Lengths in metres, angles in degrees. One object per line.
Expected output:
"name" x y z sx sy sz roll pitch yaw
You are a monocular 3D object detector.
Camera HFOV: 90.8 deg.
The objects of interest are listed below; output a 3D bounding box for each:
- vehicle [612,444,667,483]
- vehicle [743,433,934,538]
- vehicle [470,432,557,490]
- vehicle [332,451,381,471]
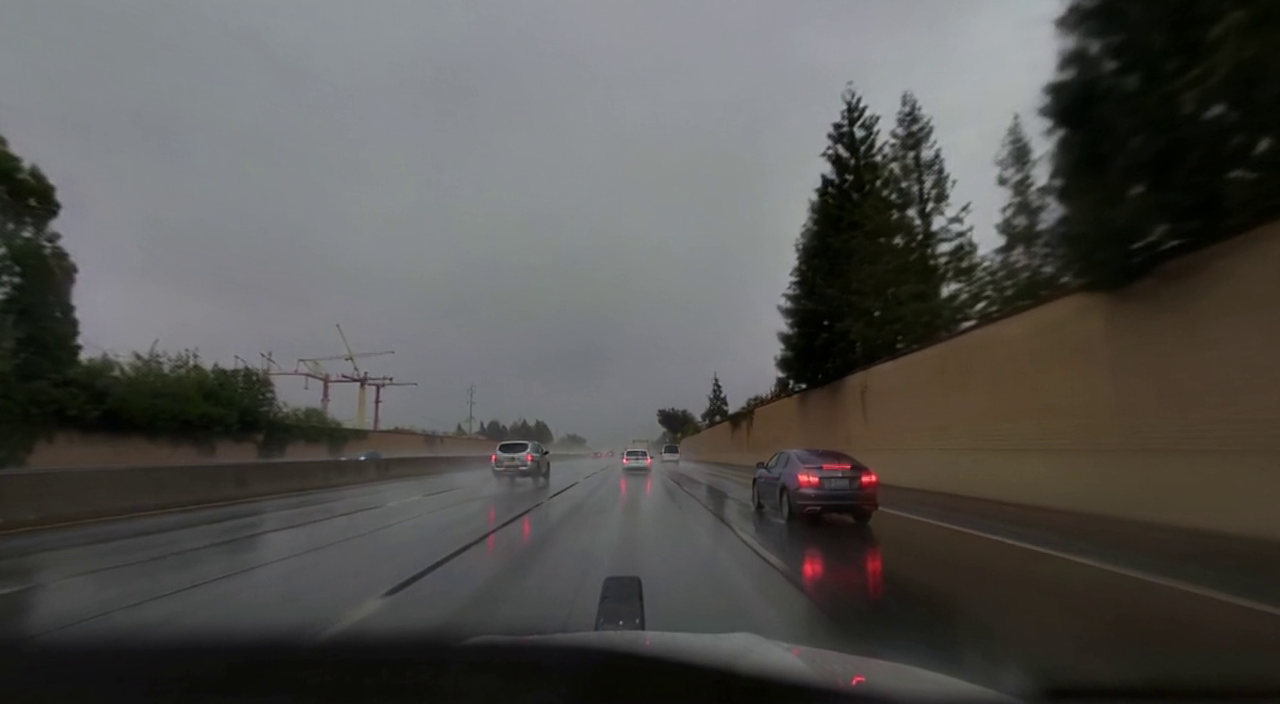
"vehicle" -0.052 4.476 25.708 2.045 1.452 4.040 0 -8 -1
"vehicle" 3.285 2.281 11.550 1.917 1.507 4.540 0 -8 -1
"vehicle" -4.259 3.740 22.026 2.121 1.775 4.335 0 -8 0
"vehicle" -22.202 8.539 49.619 1.731 1.441 4.380 -1 -8 1
